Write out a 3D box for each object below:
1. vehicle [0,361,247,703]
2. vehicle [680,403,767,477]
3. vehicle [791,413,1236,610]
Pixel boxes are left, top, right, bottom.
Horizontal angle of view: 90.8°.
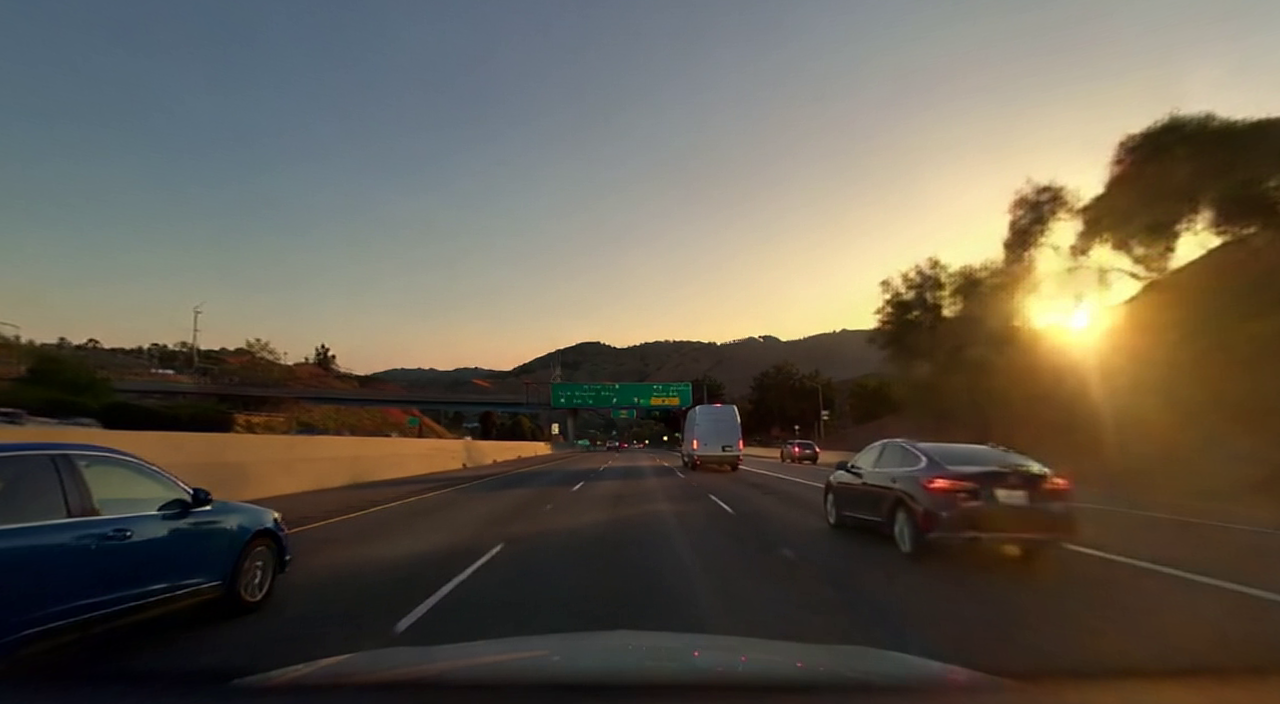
[{"bbox_3d":[-3.899,0.817,2.473,2.000,1.646,4.201,0,-8,0],"label":"vehicle"},{"bbox_3d":[3.272,3.742,26.688,2.629,2.718,6.740,0,-8,-1],"label":"vehicle"},{"bbox_3d":[3.525,1.611,7.503,2.108,1.509,5.059,0,-8,-1],"label":"vehicle"}]
